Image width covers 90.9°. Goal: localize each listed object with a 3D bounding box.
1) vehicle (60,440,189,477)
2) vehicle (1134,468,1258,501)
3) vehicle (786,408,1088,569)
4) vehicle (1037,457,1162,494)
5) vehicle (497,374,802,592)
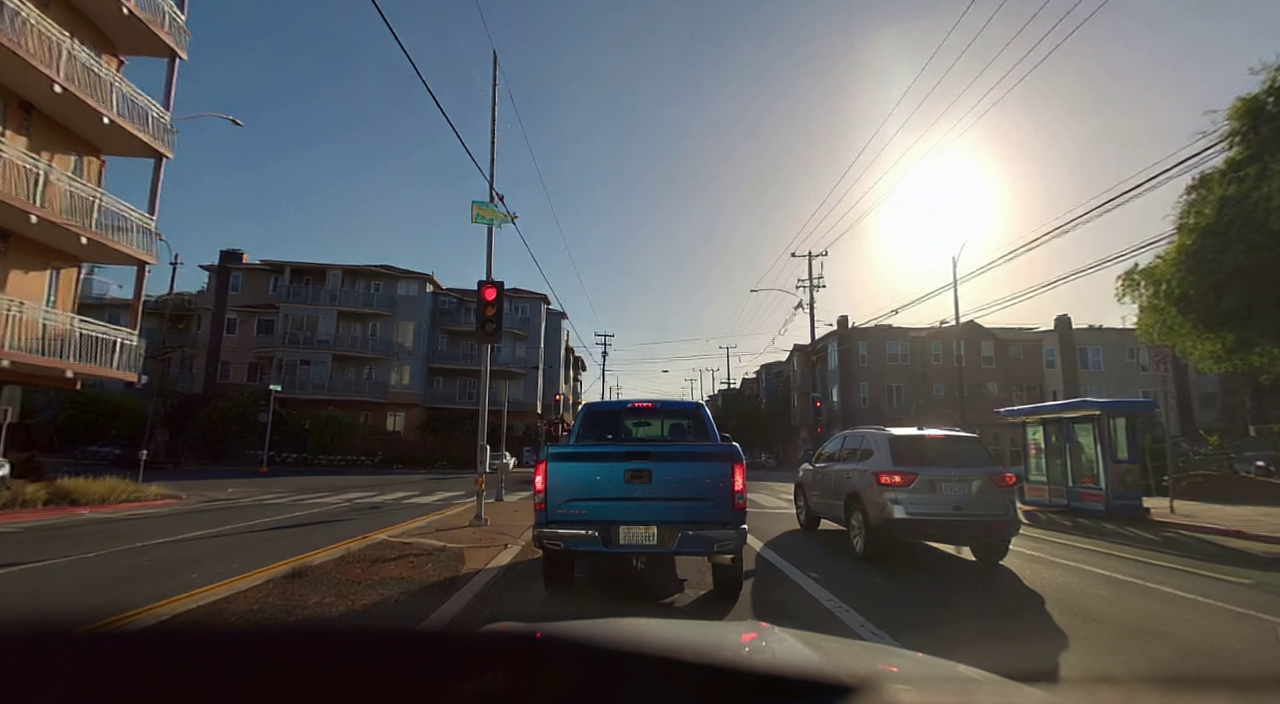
[{"bbox_3d":[-24.848,5.140,30.468,4.563,1.692,1.778,0,-8,-1],"label":"vehicle"},{"bbox_3d":[26.369,6.280,29.990,4.071,1.388,1.884,0,-8,1],"label":"vehicle"},{"bbox_3d":[3.840,1.860,9.399,2.131,1.759,4.762,0,-8,-1],"label":"vehicle"},{"bbox_3d":[21.892,5.875,30.154,4.498,1.618,1.843,0,-8,0],"label":"vehicle"},{"bbox_3d":[0.110,1.552,8.301,2.738,1.959,5.070,0,-8,1],"label":"vehicle"}]
